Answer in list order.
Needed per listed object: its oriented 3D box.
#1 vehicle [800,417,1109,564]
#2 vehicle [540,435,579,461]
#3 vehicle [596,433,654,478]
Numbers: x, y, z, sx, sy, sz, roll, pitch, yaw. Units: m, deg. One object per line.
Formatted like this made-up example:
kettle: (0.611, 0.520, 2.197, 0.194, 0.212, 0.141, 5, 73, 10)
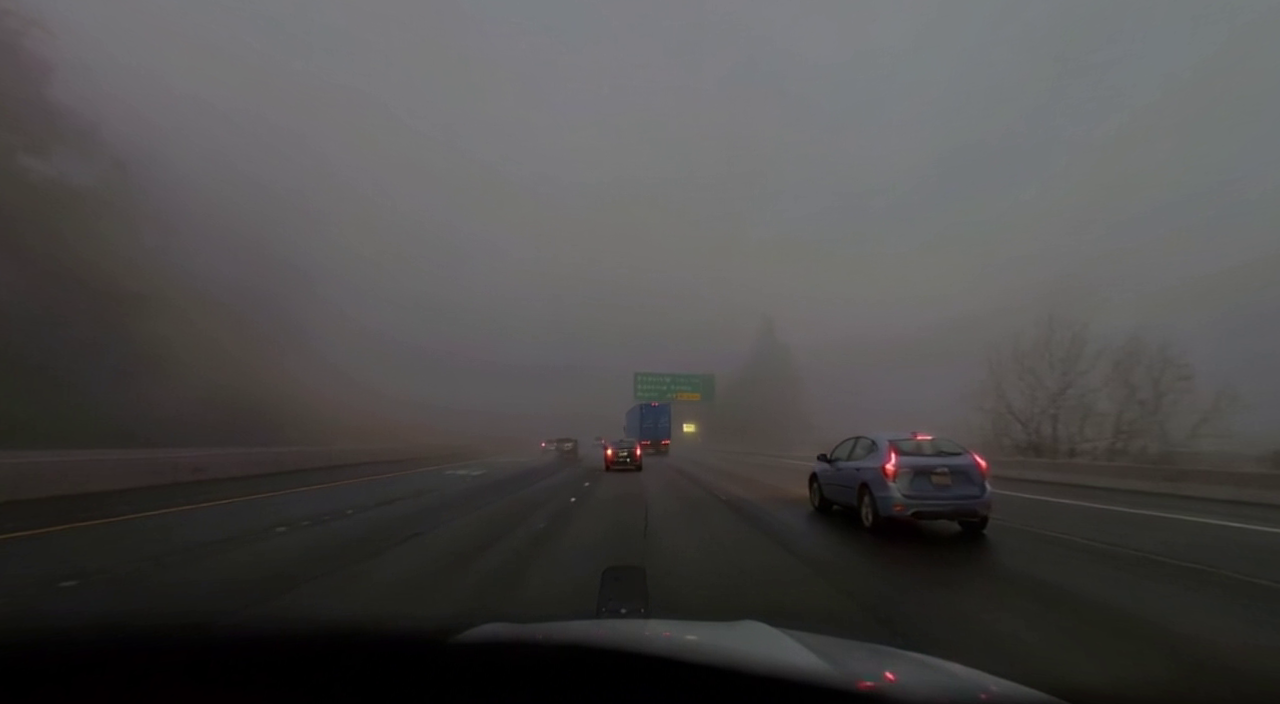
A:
vehicle: (3.772, 1.738, 8.648, 1.971, 1.472, 4.301, 0, -9, -1)
vehicle: (-4.914, 5.928, 39.014, 2.072, 1.512, 4.043, 0, -9, -2)
vehicle: (-0.572, 3.857, 23.751, 2.020, 1.516, 3.951, 0, -9, -2)
